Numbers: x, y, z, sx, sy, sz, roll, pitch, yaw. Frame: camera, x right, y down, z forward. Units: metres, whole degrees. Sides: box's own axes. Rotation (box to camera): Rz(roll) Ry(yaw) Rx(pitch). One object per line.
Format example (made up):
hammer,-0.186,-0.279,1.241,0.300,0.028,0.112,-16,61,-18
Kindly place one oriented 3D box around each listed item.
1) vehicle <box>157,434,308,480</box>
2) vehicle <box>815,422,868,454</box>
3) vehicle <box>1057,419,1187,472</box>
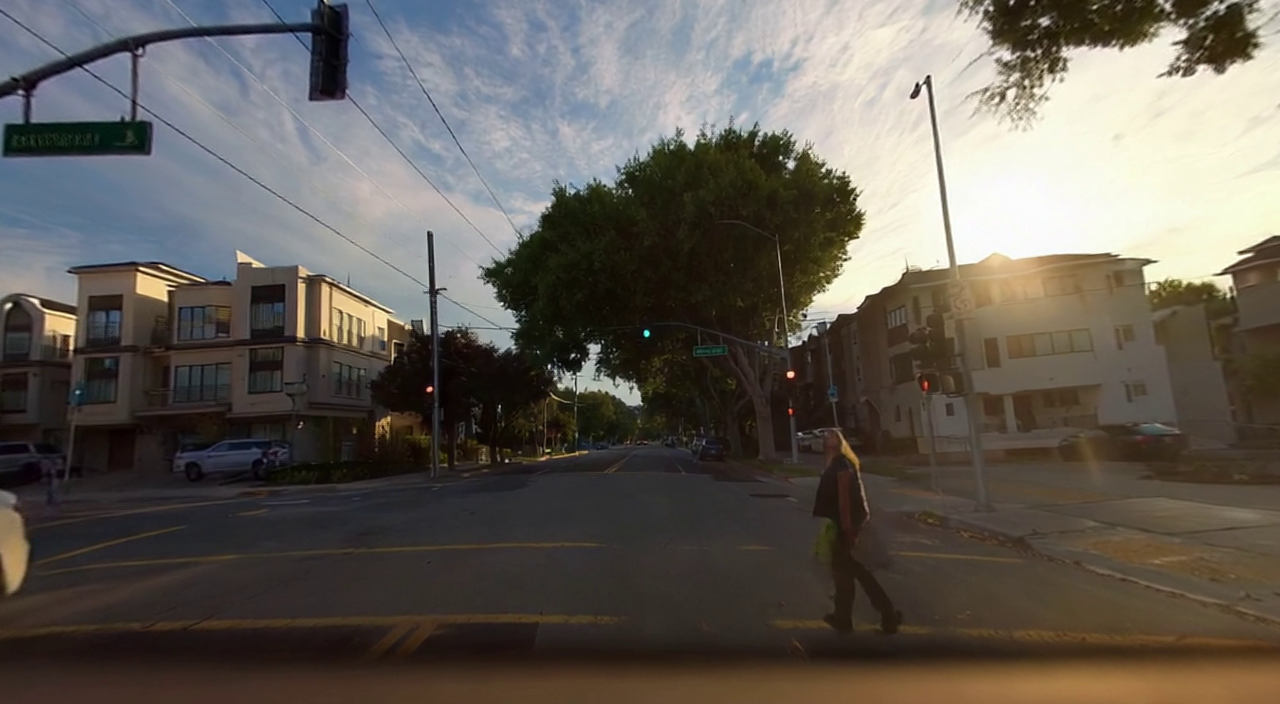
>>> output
vehicle,-18.997,4.897,29.672,5.468,1.854,2.283,-2,-8,-4
vehicle,11.528,4.986,36.447,1.950,1.714,4.245,-1,-9,5
vehicle,17.105,3.374,22.709,2.013,1.722,4.007,-2,-9,10
